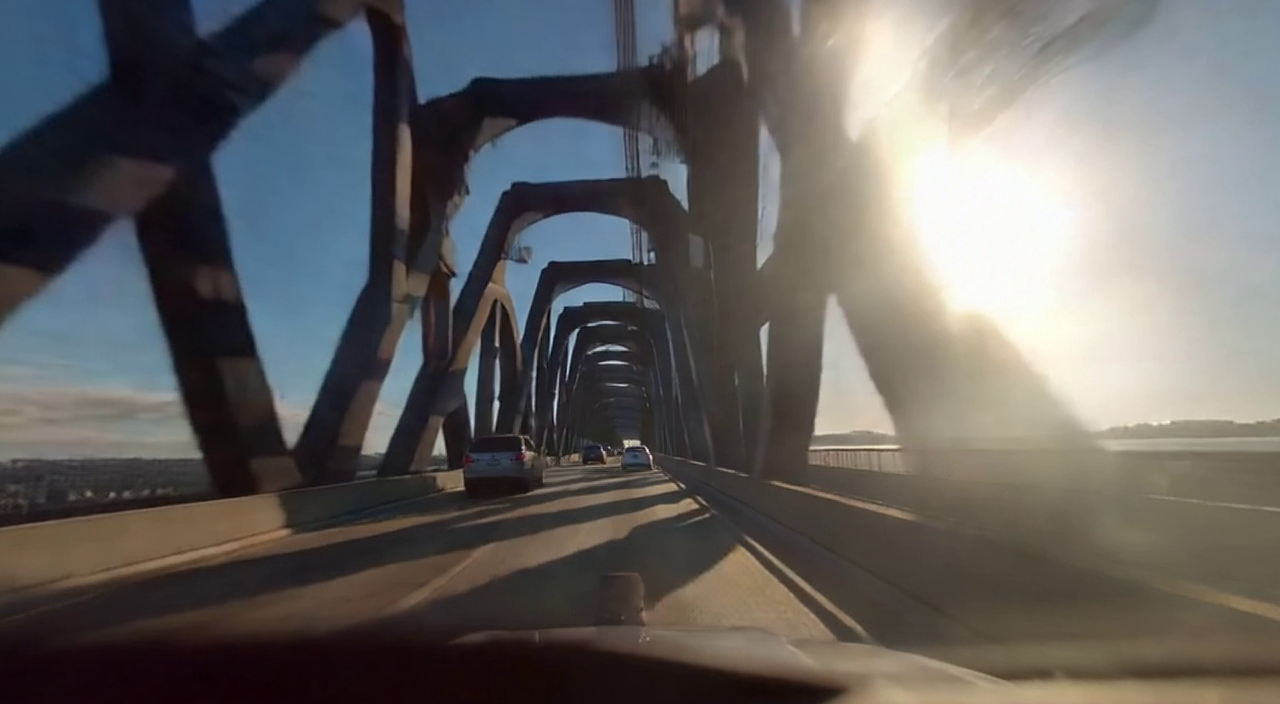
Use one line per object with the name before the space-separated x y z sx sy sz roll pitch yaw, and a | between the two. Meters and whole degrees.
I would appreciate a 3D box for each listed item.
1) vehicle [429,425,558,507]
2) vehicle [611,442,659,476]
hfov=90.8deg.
vehicle | -3.585 2.899 16.542 2.190 1.807 4.741 0 -9 1
vehicle | -0.214 4.864 28.939 2.048 1.450 3.973 0 -9 -1
